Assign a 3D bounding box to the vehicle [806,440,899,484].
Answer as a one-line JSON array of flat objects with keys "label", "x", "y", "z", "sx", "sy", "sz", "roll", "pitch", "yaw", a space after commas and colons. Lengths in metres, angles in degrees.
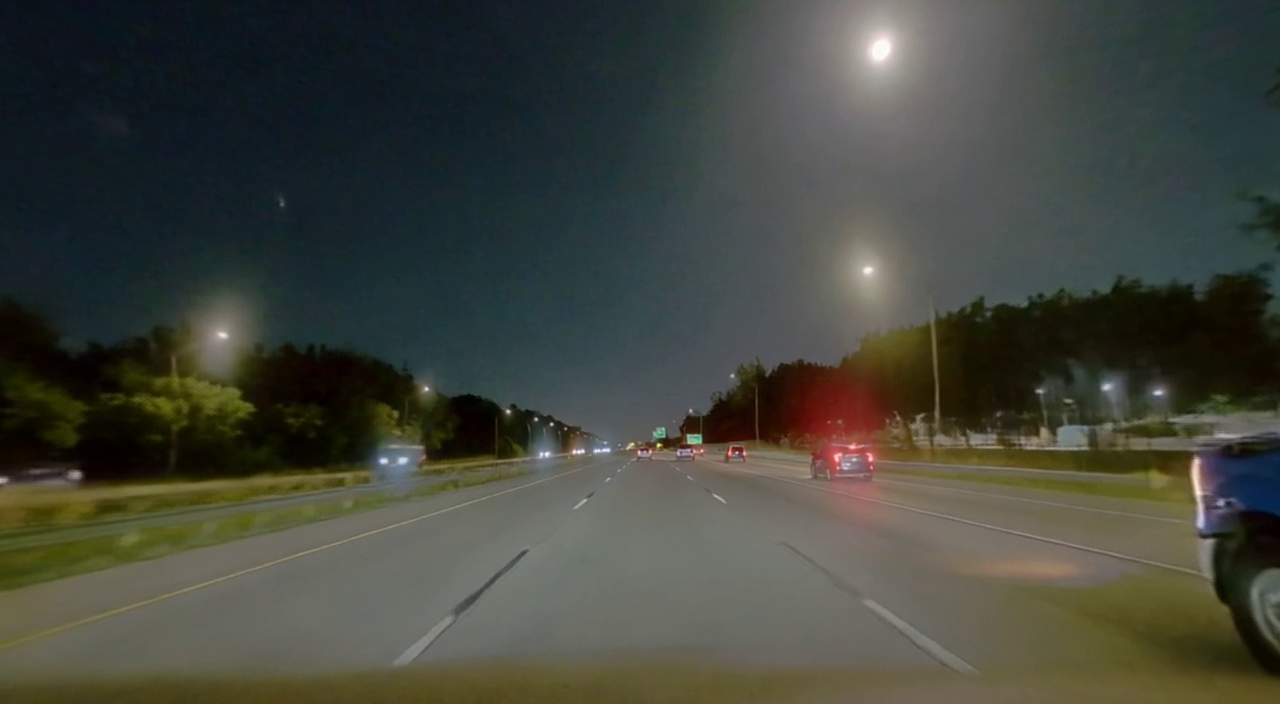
[{"label": "vehicle", "x": 7.968, "y": 4.164, "z": 24.141, "sx": 1.989, "sy": 1.526, "sz": 4.443, "roll": 0, "pitch": -9, "yaw": 0}]
